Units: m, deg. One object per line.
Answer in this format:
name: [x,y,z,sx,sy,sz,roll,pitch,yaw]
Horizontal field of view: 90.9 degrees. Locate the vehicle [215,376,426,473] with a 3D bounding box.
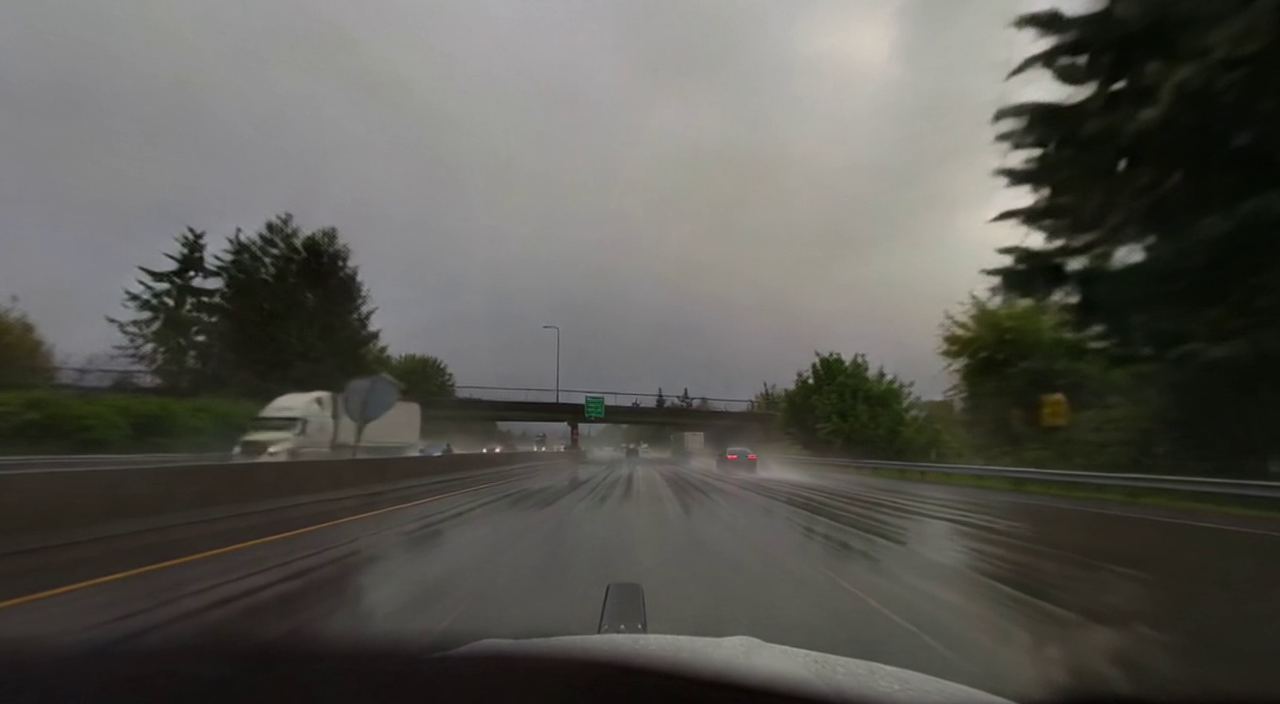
vehicle: [-16.226,4.332,34.847,2.994,4.027,16.848,0,-9,0]

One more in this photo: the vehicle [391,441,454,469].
vehicle: [-11.900,5.676,34.790,1.957,1.454,4.392,0,-9,-1]
